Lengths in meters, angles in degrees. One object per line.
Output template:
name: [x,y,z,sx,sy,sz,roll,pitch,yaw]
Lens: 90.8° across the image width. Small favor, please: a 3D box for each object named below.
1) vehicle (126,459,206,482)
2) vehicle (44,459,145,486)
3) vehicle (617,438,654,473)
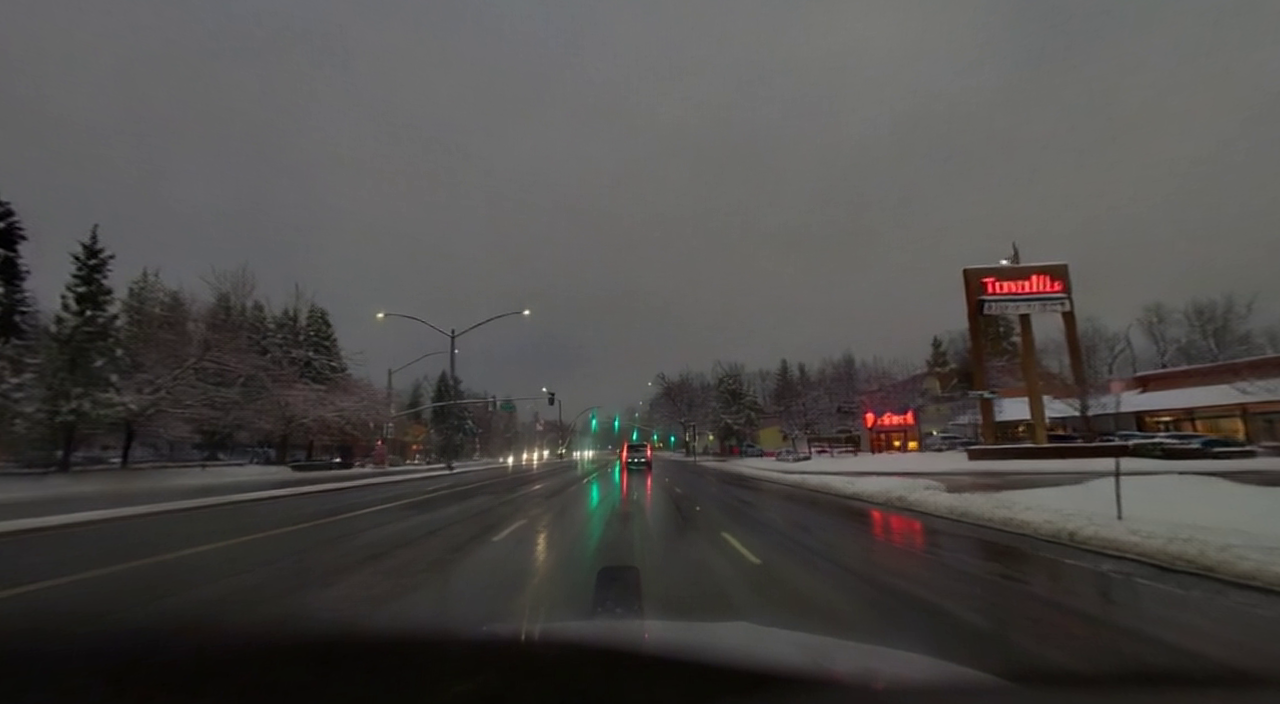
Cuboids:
vehicle: [-32.157,8.044,42.924,3.791,1.473,1.942,0,-9,-3]
vehicle: [-32.174,7.088,37.369,4.063,1.479,1.939,0,-9,-2]
vehicle: [-0.224,6.150,37.807,2.096,1.961,4.259,0,-9,0]
